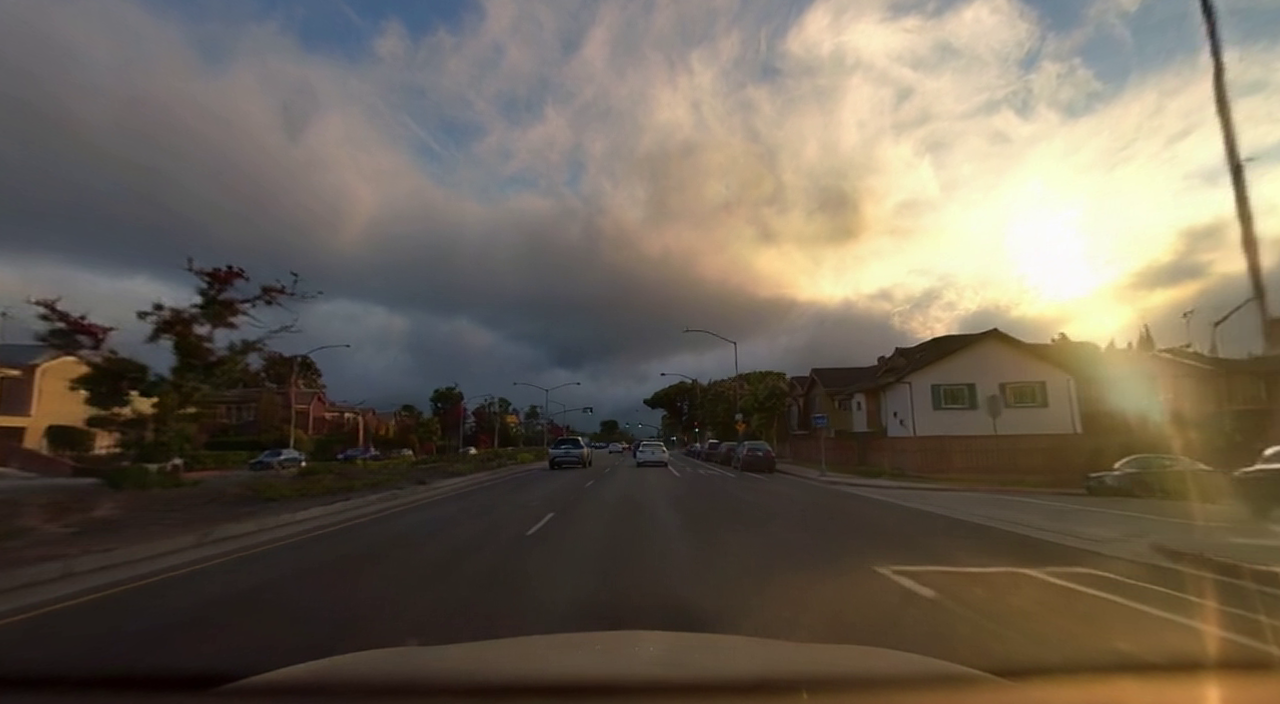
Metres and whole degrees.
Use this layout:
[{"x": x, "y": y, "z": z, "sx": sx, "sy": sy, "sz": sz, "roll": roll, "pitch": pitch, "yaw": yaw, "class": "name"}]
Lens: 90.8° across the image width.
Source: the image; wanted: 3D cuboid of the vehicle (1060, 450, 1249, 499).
[{"x": 16.511, "y": 3.919, "z": 20.454, "sx": 4.459, "sy": 1.455, "sz": 1.901, "roll": 0, "pitch": -9, "yaw": -1, "class": "vehicle"}]

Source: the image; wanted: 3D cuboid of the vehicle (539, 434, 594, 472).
[{"x": -3.618, "y": 5.104, "z": 32.000, "sx": 2.233, "sy": 1.775, "sz": 4.491, "roll": 0, "pitch": -9, "yaw": 0, "class": "vehicle"}]

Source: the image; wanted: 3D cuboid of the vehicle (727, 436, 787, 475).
[{"x": 5.891, "y": 5.272, "z": 32.433, "sx": 2.154, "sy": 1.824, "sz": 4.782, "roll": 0, "pitch": -9, "yaw": 0, "class": "vehicle"}]

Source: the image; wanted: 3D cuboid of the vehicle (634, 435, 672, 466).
[{"x": 0.766, "y": 6.316, "z": 40.614, "sx": 2.273, "sy": 1.851, "sz": 5.075, "roll": 0, "pitch": -9, "yaw": -1, "class": "vehicle"}]

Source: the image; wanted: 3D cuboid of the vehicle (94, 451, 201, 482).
[{"x": -25.568, "y": 5.905, "z": 33.020, "sx": 1.839, "sy": 1.463, "sz": 4.705, "roll": 0, "pitch": -9, "yaw": -1, "class": "vehicle"}]

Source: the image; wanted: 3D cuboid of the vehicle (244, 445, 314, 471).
[{"x": -25.700, "y": 7.554, "z": 45.214, "sx": 2.018, "sy": 1.721, "sz": 4.735, "roll": 0, "pitch": -9, "yaw": 2, "class": "vehicle"}]
